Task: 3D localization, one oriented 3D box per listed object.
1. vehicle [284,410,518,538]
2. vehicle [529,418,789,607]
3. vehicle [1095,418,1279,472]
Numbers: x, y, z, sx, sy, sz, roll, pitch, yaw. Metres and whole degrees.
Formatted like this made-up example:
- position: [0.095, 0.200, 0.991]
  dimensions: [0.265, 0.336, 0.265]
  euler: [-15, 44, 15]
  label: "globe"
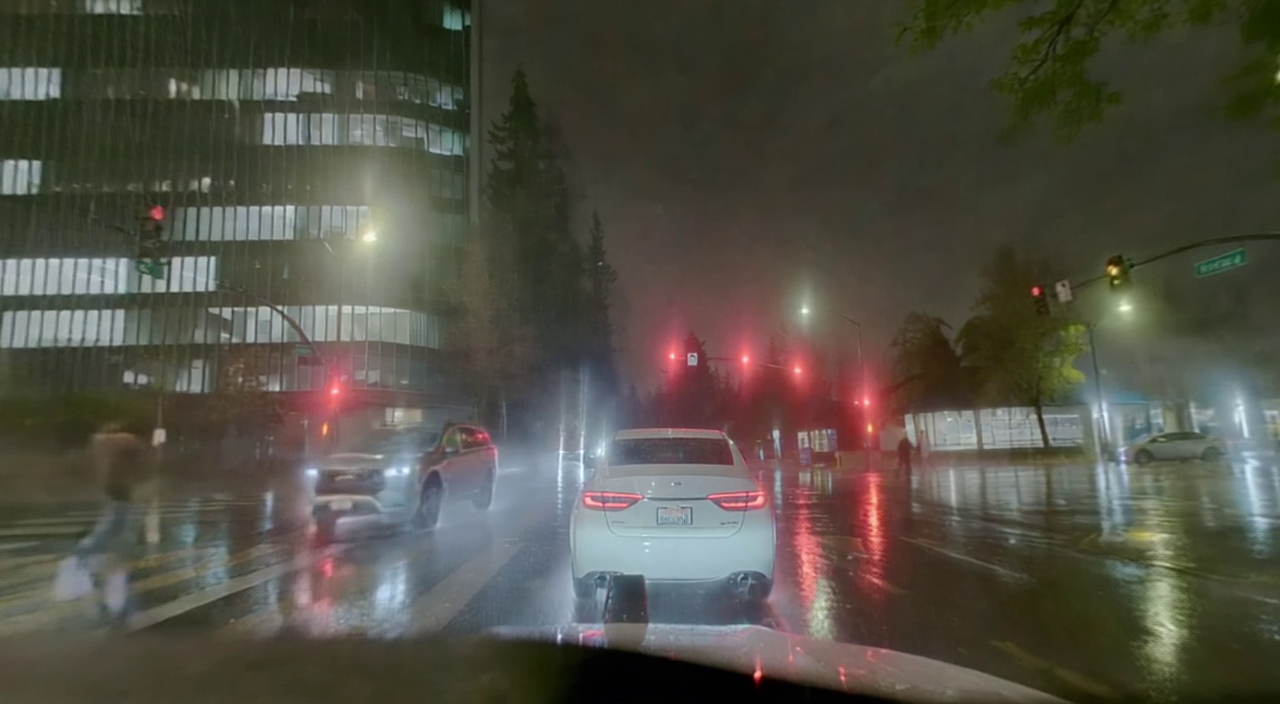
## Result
- position: [-4.193, 2.269, 12.434]
  dimensions: [2.317, 1.924, 5.518]
  euler: [0, -8, 2]
  label: "vehicle"
- position: [-0.138, 1.647, 7.478]
  dimensions: [1.893, 1.532, 4.145]
  euler: [2, -9, -15]
  label: "vehicle"
- position: [19.141, 3.267, 22.212]
  dimensions: [4.675, 1.772, 1.945]
  euler: [0, -8, -1]
  label: "vehicle"
